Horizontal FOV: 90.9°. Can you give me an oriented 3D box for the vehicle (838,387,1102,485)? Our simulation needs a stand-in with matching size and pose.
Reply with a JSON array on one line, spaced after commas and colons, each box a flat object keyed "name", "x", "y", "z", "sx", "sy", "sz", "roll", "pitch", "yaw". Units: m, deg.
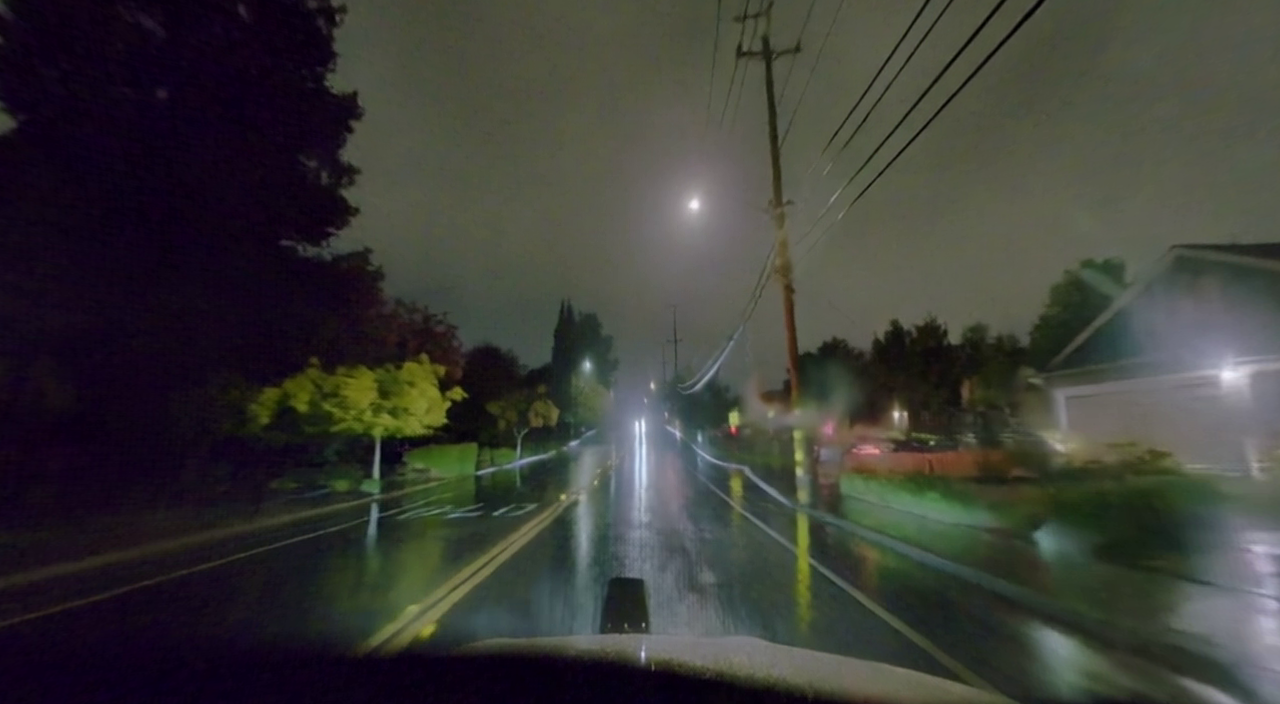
[{"name": "vehicle", "x": 9.249, "y": 2.420, "z": 18.158, "sx": 6.133, "sy": 2.254, "sz": 2.383, "roll": -3, "pitch": -8, "yaw": -2}]
